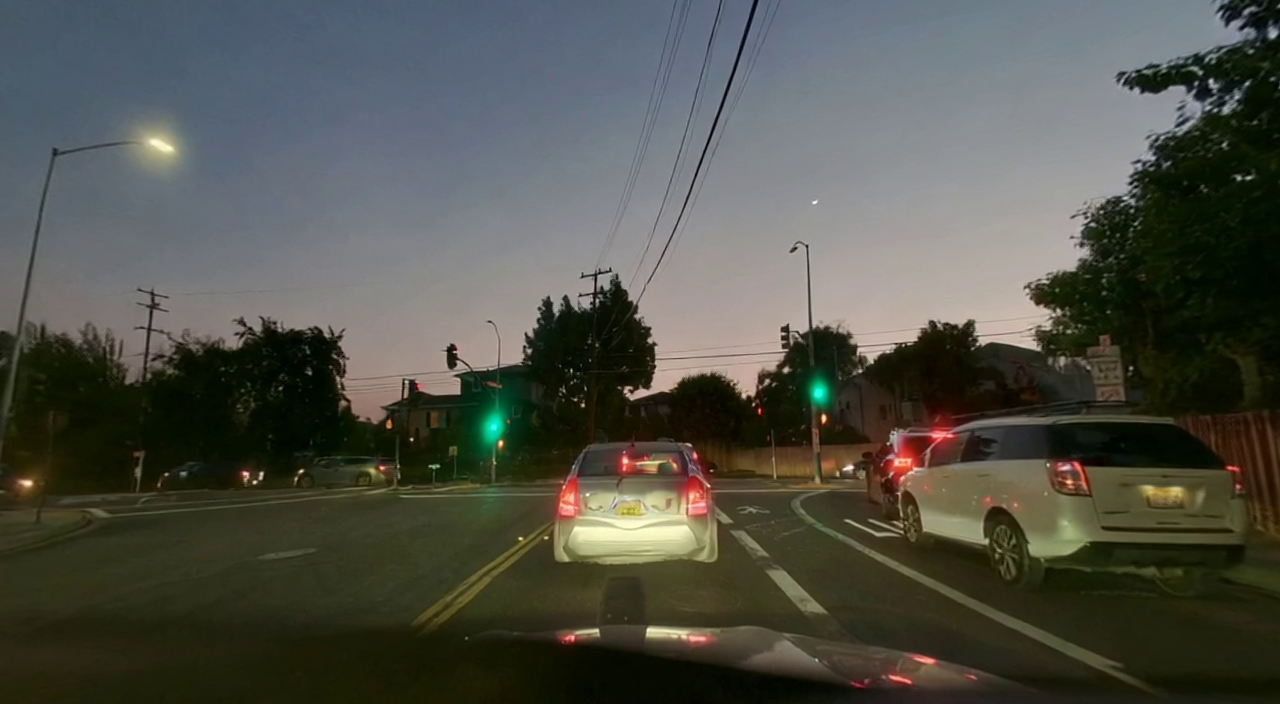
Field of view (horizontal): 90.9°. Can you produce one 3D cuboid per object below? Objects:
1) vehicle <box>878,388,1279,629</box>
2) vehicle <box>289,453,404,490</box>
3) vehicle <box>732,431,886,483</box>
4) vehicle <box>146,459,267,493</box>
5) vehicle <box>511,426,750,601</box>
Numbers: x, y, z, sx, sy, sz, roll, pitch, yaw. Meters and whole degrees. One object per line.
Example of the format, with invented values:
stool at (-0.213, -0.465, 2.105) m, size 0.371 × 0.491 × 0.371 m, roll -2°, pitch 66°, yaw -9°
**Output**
vehicle at (4.618, 1.566, 7.383) m, size 2.095 × 1.836 × 4.895 m, roll -1°, pitch -8°, yaw 5°
vehicle at (-13.776, 5.595, 29.660) m, size 4.485 × 1.625 × 1.980 m, roll -2°, pitch -9°, yaw 9°
vehicle at (6.798, 4.321, 26.123) m, size 5.857 × 2.016 × 2.273 m, roll -1°, pitch -8°, yaw 7°
vehicle at (-21.064, 6.003, 30.673) m, size 4.736 × 1.475 × 1.921 m, roll -2°, pitch -8°, yaw 9°
vehicle at (-0.019, 1.744, 7.826) m, size 2.078 × 1.506 × 4.512 m, roll 0°, pitch -8°, yaw 2°
